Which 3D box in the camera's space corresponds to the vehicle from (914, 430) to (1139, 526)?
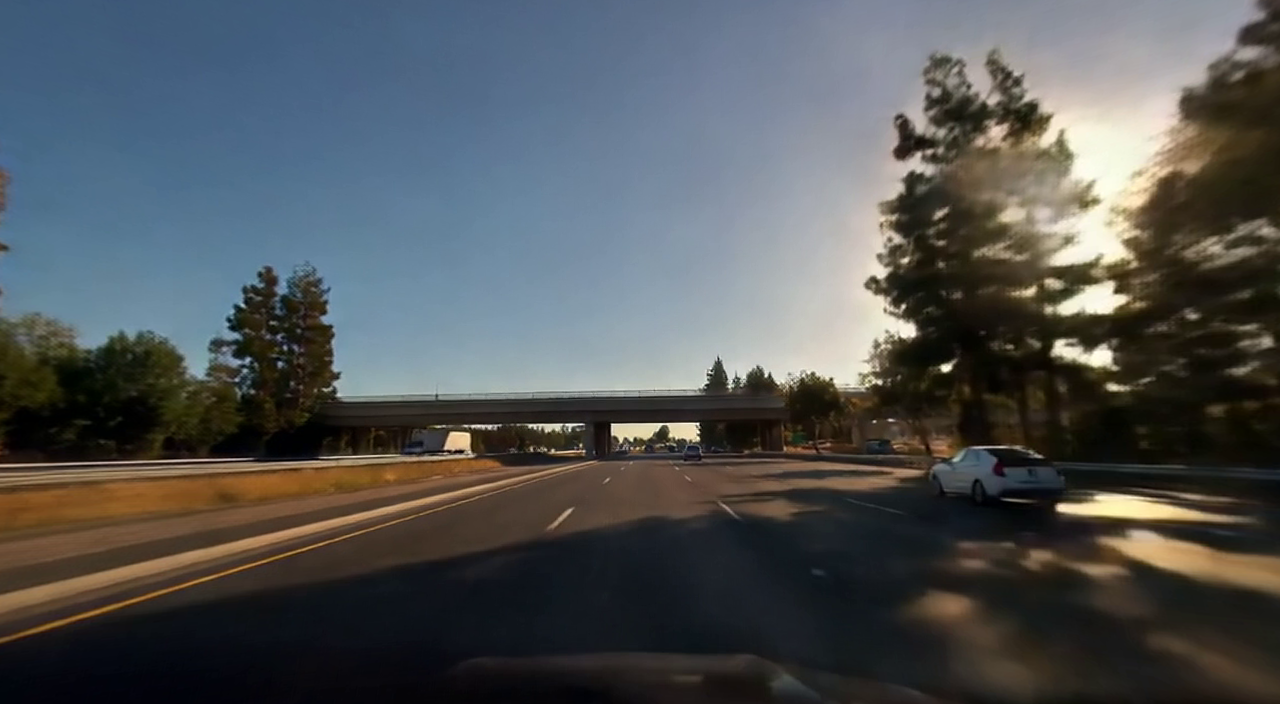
[{"bbox_3d":[7.593,2.487,13.049,1.862,1.613,4.316,0,-9,0],"label":"vehicle"}]
